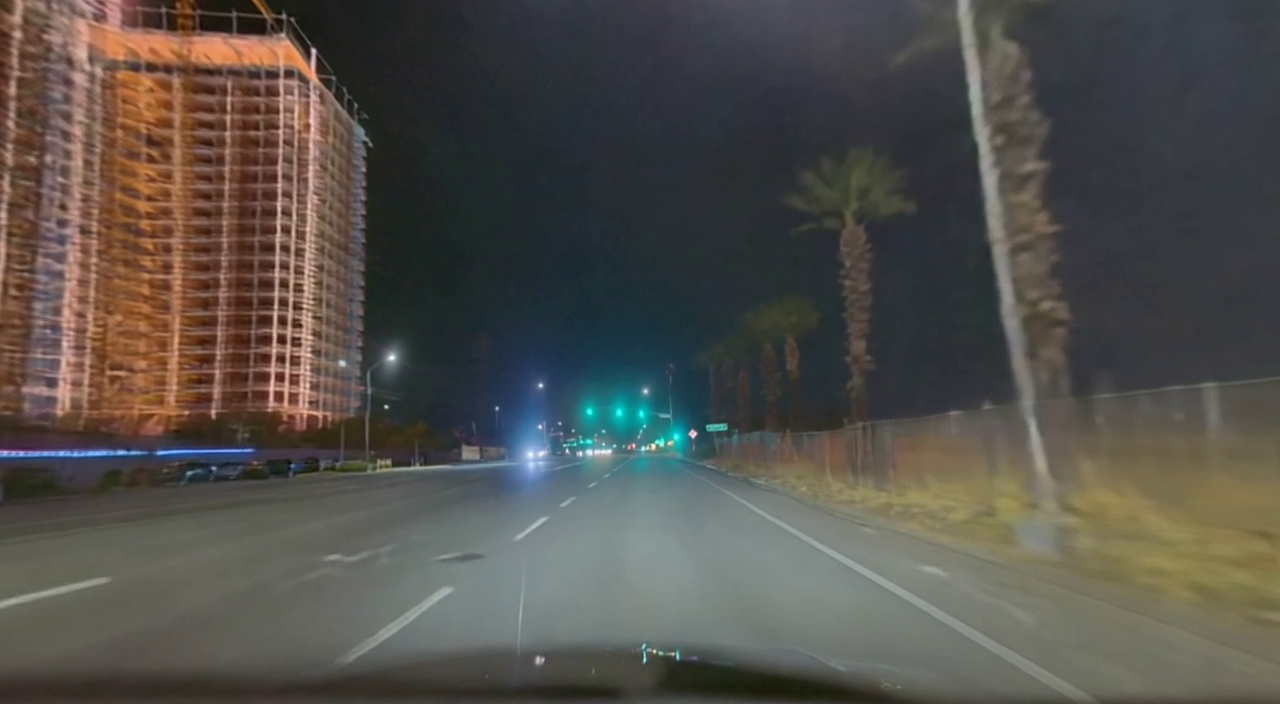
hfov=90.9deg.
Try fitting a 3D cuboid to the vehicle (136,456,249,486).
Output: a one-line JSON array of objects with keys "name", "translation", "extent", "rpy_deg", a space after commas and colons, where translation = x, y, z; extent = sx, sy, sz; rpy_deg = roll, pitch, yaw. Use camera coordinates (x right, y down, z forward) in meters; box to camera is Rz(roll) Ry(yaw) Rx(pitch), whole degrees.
[{"name": "vehicle", "translation": [-24.503, 6.485, 34.632], "extent": [1.790, 1.484, 4.651], "rpy_deg": [-7, -11, 40]}]

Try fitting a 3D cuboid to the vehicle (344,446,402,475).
[{"name": "vehicle", "translation": [-19.279, 7.810, 45.785], "extent": [2.105, 1.805, 4.641], "rpy_deg": [-3, -8, 2]}]

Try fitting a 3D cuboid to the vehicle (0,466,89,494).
[{"name": "vehicle", "translation": [-30.224, 6.311, 31.118], "extent": [4.101, 1.243, 1.698], "rpy_deg": [4, -9, -23]}]

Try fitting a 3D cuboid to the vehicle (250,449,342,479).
[{"name": "vehicle", "translation": [-21.134, 6.885, 38.951], "extent": [2.050, 1.686, 4.593], "rpy_deg": [-4, -9, 25]}]
